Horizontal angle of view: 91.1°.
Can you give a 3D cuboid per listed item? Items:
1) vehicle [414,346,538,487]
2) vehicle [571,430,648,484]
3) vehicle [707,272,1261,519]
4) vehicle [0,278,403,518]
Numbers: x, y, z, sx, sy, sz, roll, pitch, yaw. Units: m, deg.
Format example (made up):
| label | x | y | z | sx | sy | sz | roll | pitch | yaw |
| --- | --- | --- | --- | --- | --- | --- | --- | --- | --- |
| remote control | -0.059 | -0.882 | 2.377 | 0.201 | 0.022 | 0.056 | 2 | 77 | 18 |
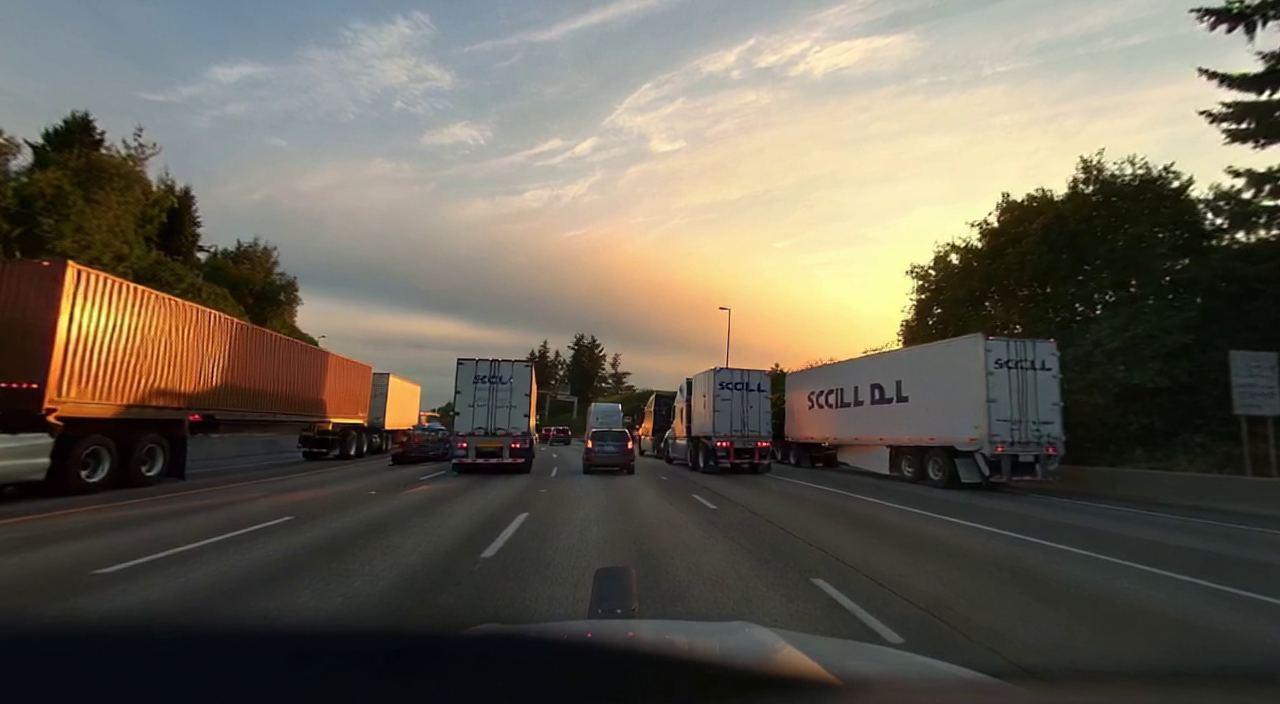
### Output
| label | x | y | z | sx | sy | sz | roll | pitch | yaw |
| --- | --- | --- | --- | --- | --- | --- | --- | --- | --- |
| vehicle | -5.149 | 2.315 | 21.511 | 2.822 | 3.788 | 8.799 | 1 | -8 | -7 |
| vehicle | -1.112 | 3.322 | 20.431 | 2.060 | 1.540 | 4.374 | 1 | -8 | -8 |
| vehicle | 6.857 | 1.559 | 17.105 | 2.820 | 4.084 | 13.786 | 4 | -9 | -27 |
| vehicle | -11.439 | 1.487 | 16.045 | 2.867 | 4.125 | 14.026 | -2 | -8 | 12 |
